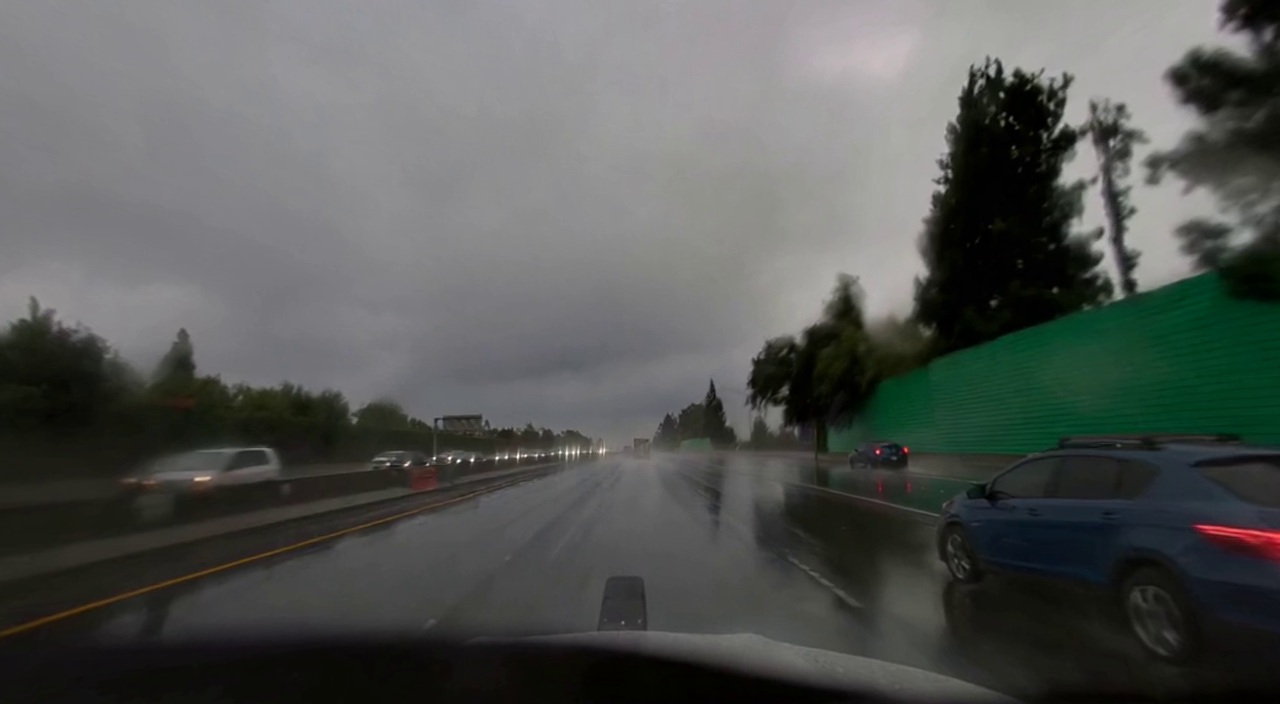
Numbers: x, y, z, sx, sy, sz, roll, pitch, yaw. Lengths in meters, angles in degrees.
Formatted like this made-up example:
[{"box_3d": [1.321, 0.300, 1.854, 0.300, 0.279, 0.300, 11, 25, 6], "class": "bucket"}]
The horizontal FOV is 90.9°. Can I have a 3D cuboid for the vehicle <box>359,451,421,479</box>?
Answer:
[{"box_3d": [-15.619, 7.029, 39.605, 1.896, 1.625, 4.723, 0, -9, 1], "class": "vehicle"}]

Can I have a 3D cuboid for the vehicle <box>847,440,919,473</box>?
[{"box_3d": [12.673, 5.463, 33.159, 2.163, 1.596, 3.997, 0, -9, -1], "class": "vehicle"}]

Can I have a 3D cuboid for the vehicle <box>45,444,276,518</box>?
[{"box_3d": [-10.856, 2.924, 14.814, 1.910, 1.457, 4.452, 0, -9, 0], "class": "vehicle"}]

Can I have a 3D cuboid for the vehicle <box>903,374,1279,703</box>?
[{"box_3d": [3.777, 1.190, 4.528, 1.930, 1.628, 4.099, 0, -9, -1], "class": "vehicle"}]
